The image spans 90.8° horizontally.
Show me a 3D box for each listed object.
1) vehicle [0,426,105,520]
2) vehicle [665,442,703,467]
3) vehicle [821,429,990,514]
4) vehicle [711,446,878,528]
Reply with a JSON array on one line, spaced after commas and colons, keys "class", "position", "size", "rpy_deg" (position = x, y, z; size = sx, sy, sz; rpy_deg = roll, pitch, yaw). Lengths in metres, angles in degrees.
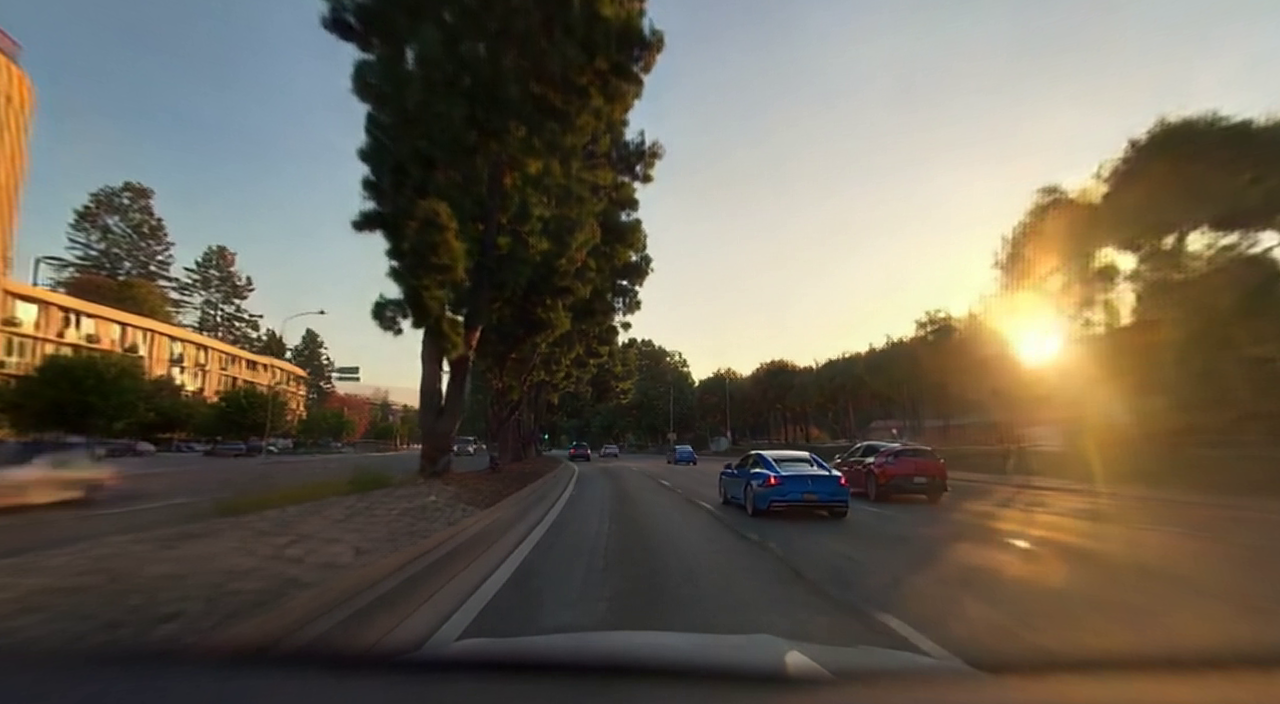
[{"class": "vehicle", "position": [-11.085, 1.866, 9.663], "size": [1.921, 1.472, 4.550], "rpy_deg": [0, -9, -2]}, {"class": "vehicle", "position": [3.077, 7.285, 45.060], "size": [1.931, 1.685, 4.054], "rpy_deg": [1, -9, -8]}, {"class": "vehicle", "position": [6.120, 2.795, 15.276], "size": [1.987, 1.730, 4.373], "rpy_deg": [0, -9, -3]}, {"class": "vehicle", "position": [2.861, 2.598, 12.854], "size": [1.990, 1.347, 4.388], "rpy_deg": [1, -9, -4]}]
